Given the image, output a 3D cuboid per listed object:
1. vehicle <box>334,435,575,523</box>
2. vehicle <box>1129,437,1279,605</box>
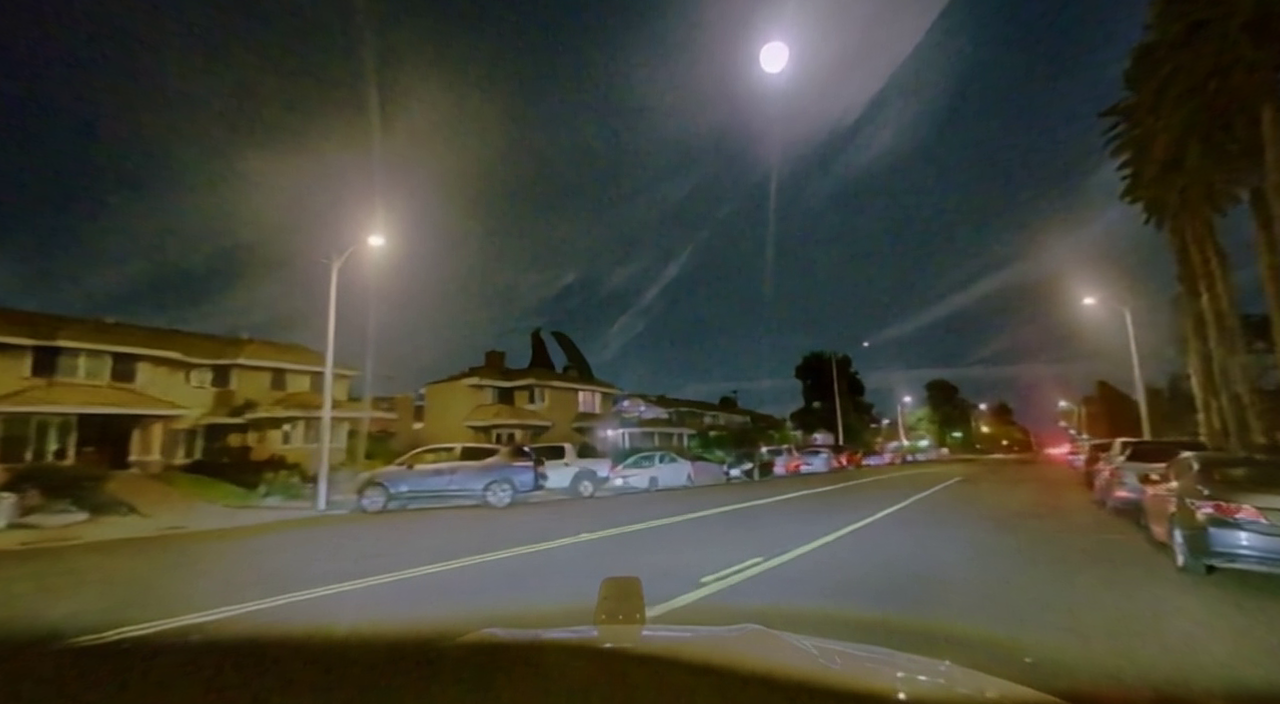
[{"bbox_3d":[-4.123,2.803,14.348,4.866,1.752,1.998,-3,-8,14],"label":"vehicle"},{"bbox_3d":[7.303,1.772,7.492,2.001,1.461,4.492,-6,-9,34],"label":"vehicle"}]
